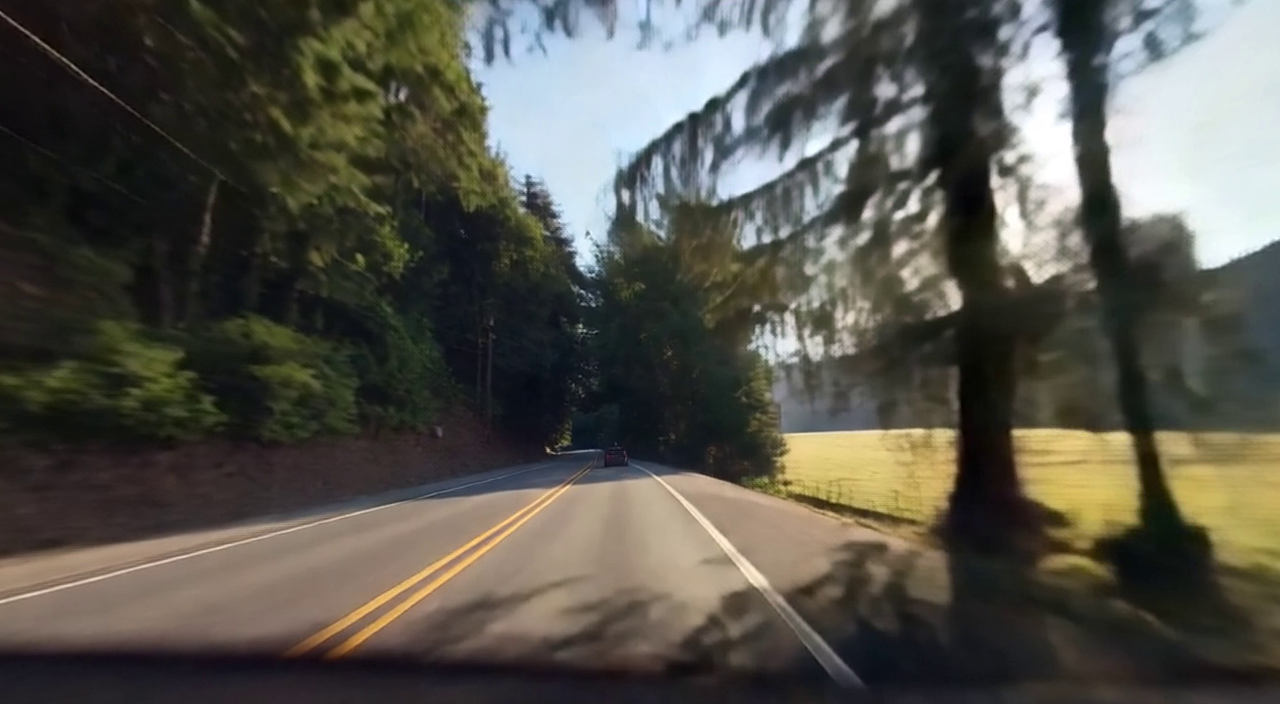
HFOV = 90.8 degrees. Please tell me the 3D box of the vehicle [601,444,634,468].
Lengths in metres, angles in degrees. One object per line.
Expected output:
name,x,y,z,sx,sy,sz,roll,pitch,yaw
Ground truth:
vehicle,-1.491,6.881,41.836,2.042,1.489,3.963,0,-8,-2
